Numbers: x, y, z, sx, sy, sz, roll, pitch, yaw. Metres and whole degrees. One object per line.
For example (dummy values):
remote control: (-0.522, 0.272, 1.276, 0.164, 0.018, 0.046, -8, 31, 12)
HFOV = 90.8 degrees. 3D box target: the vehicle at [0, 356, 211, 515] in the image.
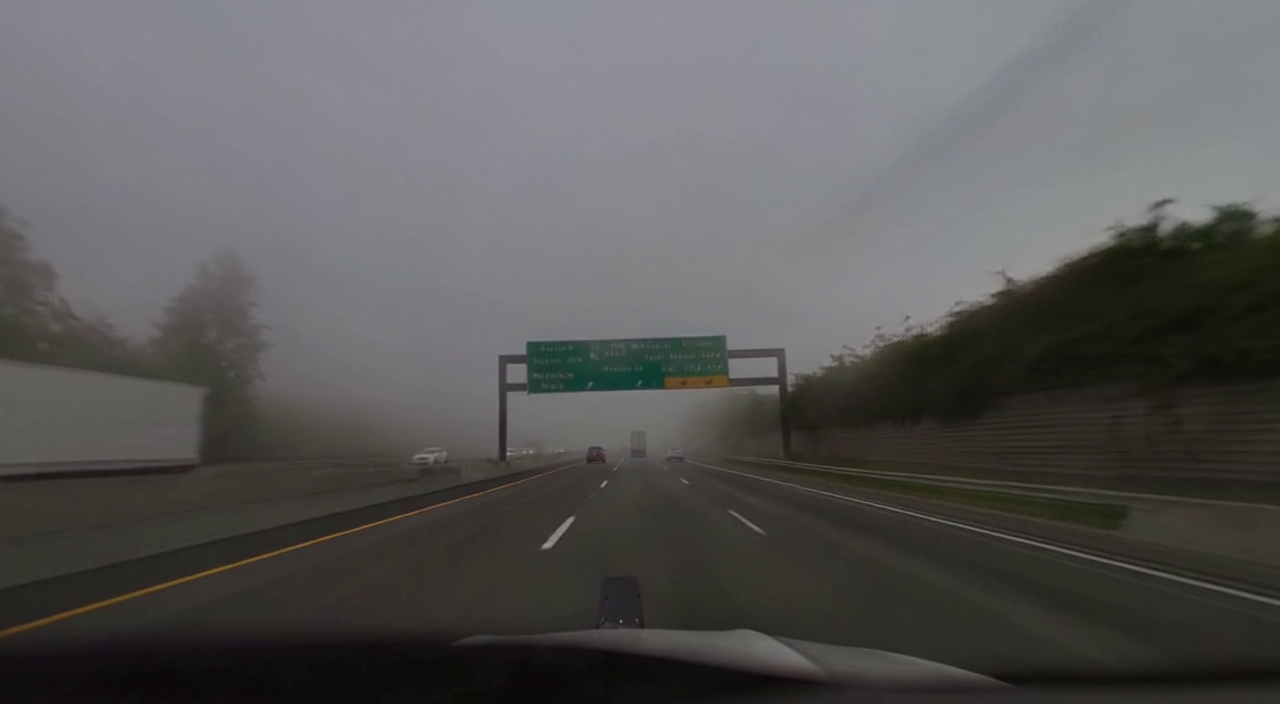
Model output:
vehicle: (-17.748, 2.206, 16.547, 2.932, 3.996, 14.452, 0, -9, 0)
